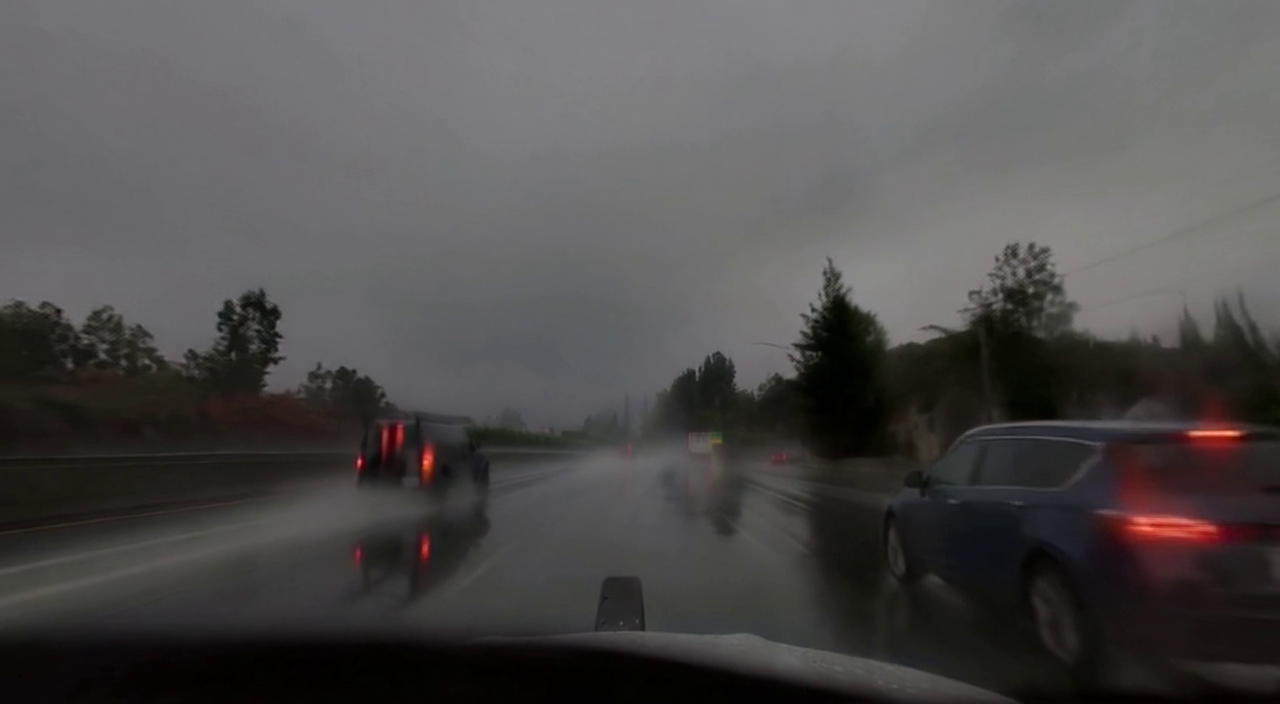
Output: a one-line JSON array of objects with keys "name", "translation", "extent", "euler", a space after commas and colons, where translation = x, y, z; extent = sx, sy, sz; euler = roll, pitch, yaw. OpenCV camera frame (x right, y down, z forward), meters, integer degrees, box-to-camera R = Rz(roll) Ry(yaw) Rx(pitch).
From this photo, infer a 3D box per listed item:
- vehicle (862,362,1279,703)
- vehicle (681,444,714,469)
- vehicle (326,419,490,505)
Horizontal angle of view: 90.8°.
[{"name": "vehicle", "translation": [3.574, 1.254, 4.884], "extent": [2.075, 1.743, 4.410], "euler": [0, -9, 0]}, {"name": "vehicle", "translation": [4.420, 8.144, 49.353], "extent": [2.211, 1.814, 4.404], "euler": [0, -9, 0]}, {"name": "vehicle", "translation": [-6.293, 3.115, 18.218], "extent": [2.383, 2.048, 5.875], "euler": [0, -9, 1]}]
